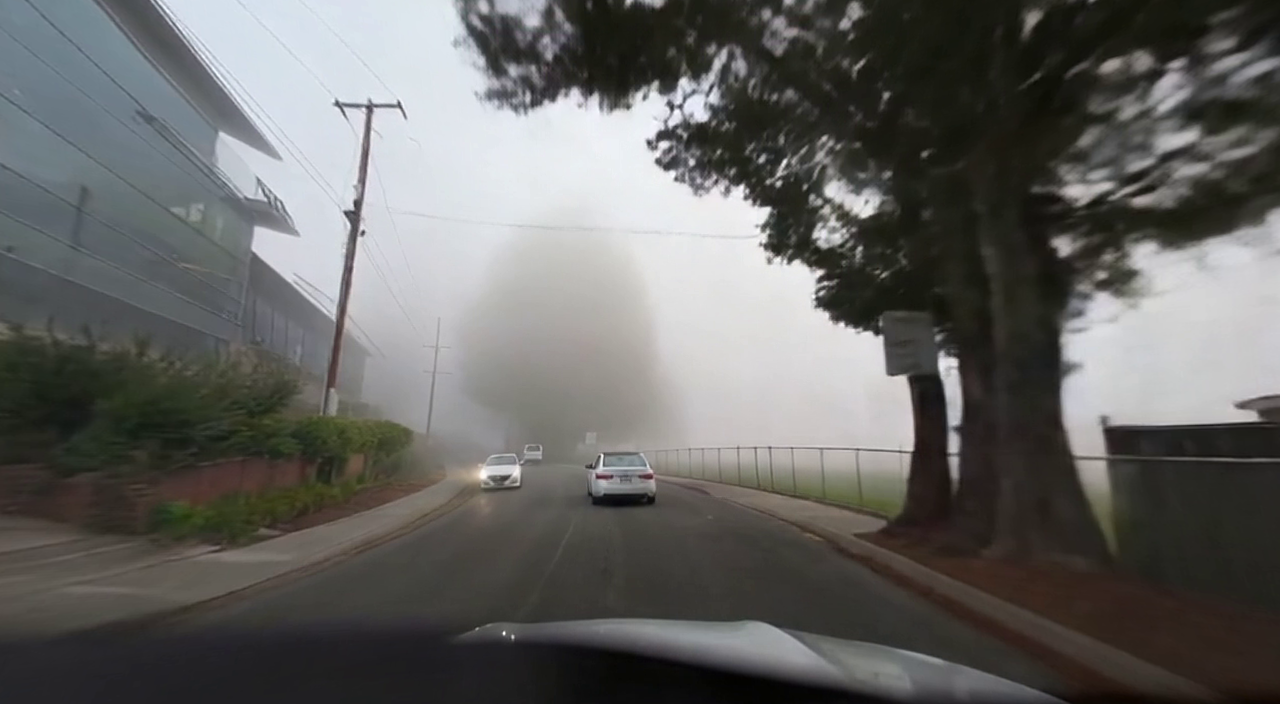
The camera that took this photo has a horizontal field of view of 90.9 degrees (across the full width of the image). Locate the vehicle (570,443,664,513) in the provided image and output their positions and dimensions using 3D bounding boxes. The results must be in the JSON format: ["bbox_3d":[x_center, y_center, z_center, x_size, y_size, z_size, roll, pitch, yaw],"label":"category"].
[{"bbox_3d":[-0.673,3.034,15.760,2.060,1.487,3.920,1,-8,-5],"label":"vehicle"}]

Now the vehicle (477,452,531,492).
[{"bbox_3d":[-5.530,4.860,25.960,1.957,1.442,4.180,1,-8,-10],"label":"vehicle"}]
